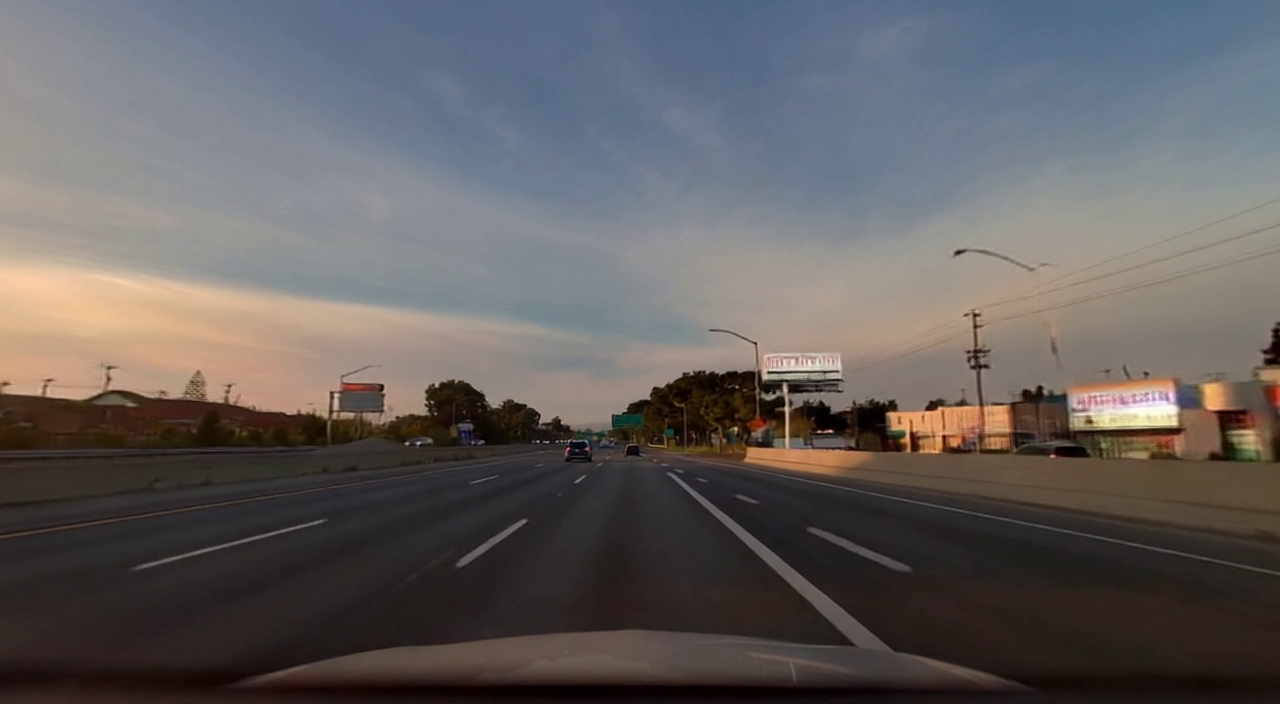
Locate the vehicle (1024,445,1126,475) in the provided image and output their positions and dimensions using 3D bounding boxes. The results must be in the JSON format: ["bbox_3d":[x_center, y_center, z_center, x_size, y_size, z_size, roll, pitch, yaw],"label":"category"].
[{"bbox_3d":[26.988,6.692,39.422,1.972,1.749,5.464,1,-8,-7],"label":"vehicle"}]
